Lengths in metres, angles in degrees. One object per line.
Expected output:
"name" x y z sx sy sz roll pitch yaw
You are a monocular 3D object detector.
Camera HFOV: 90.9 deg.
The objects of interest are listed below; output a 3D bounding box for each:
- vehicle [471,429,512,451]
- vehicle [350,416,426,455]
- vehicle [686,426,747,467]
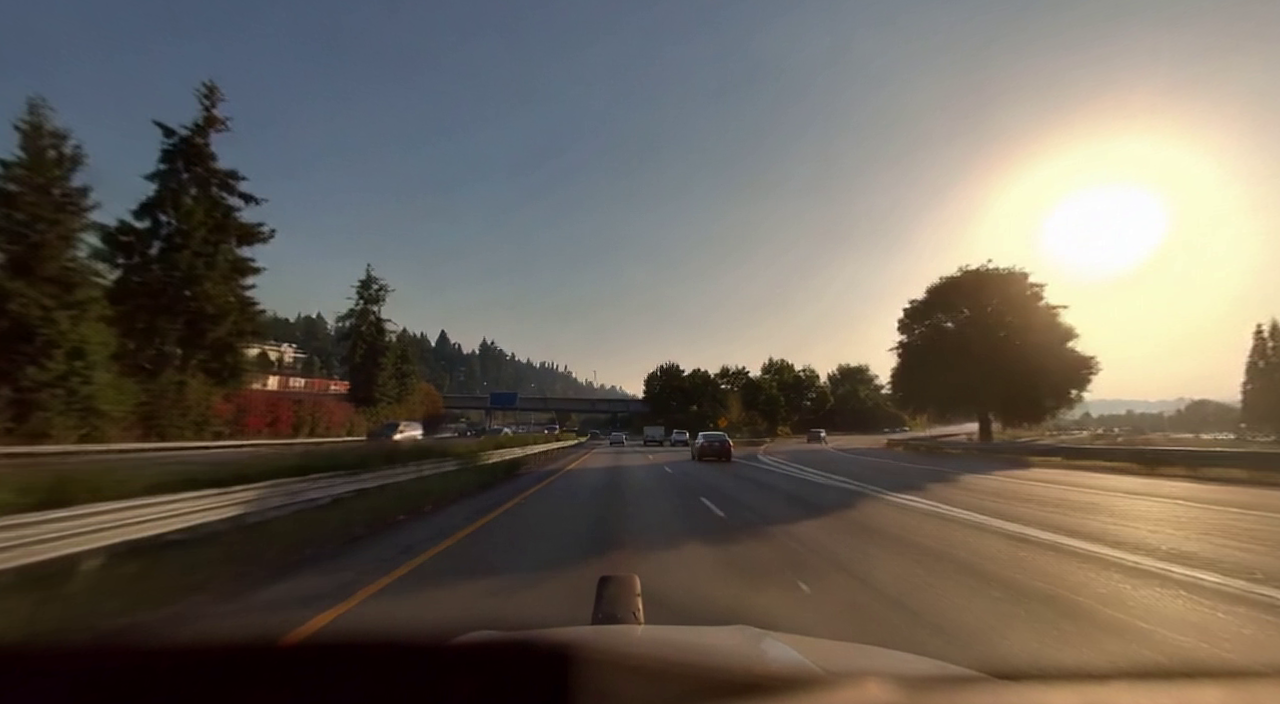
"vehicle" -10.132 6.002 43.242 1.972 1.443 4.342 0 -7 -3
"vehicle" -13.702 4.605 34.667 2.146 1.969 5.211 0 -7 -1
"vehicle" 3.149 3.958 26.641 1.938 1.578 3.764 0 -7 -3
